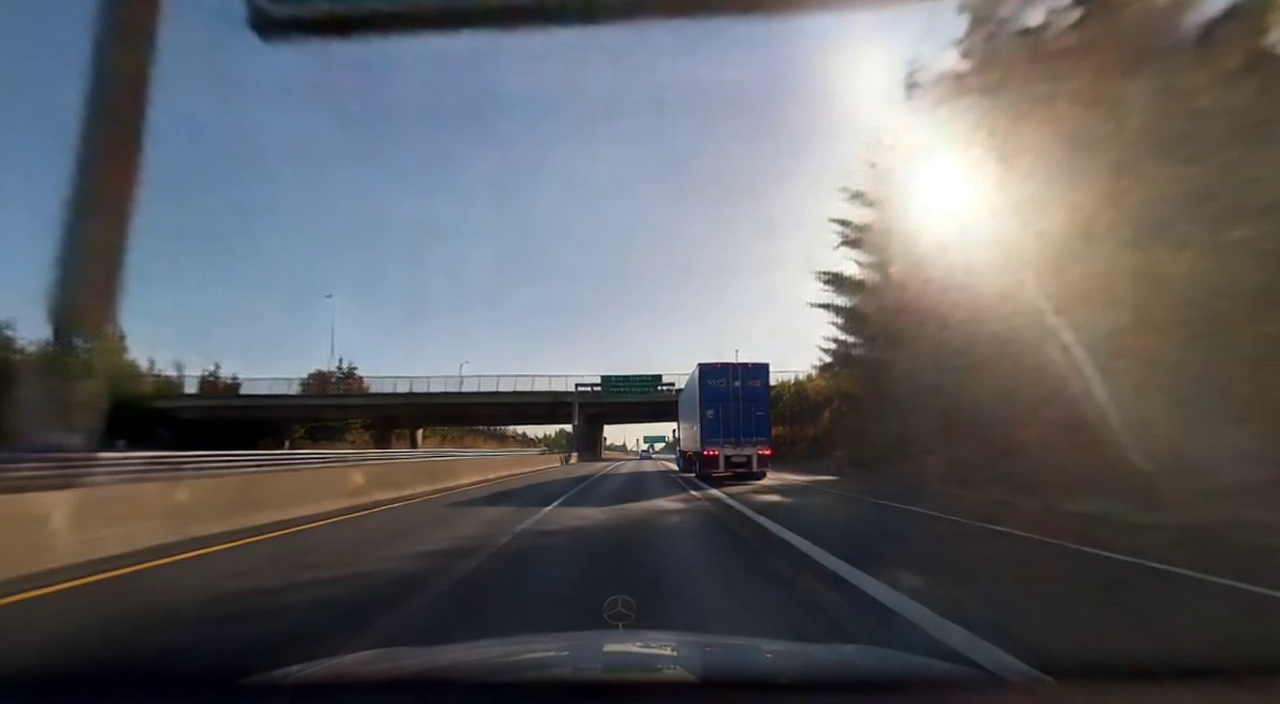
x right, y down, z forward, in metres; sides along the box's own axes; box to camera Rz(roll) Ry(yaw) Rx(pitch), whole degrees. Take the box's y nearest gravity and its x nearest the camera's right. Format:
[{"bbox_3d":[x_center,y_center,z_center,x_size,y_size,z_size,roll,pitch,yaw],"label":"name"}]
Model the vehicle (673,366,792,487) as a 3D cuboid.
[{"bbox_3d":[3.426,3.582,28.186,3.244,4.020,14.561,0,-9,0],"label":"vehicle"}]
